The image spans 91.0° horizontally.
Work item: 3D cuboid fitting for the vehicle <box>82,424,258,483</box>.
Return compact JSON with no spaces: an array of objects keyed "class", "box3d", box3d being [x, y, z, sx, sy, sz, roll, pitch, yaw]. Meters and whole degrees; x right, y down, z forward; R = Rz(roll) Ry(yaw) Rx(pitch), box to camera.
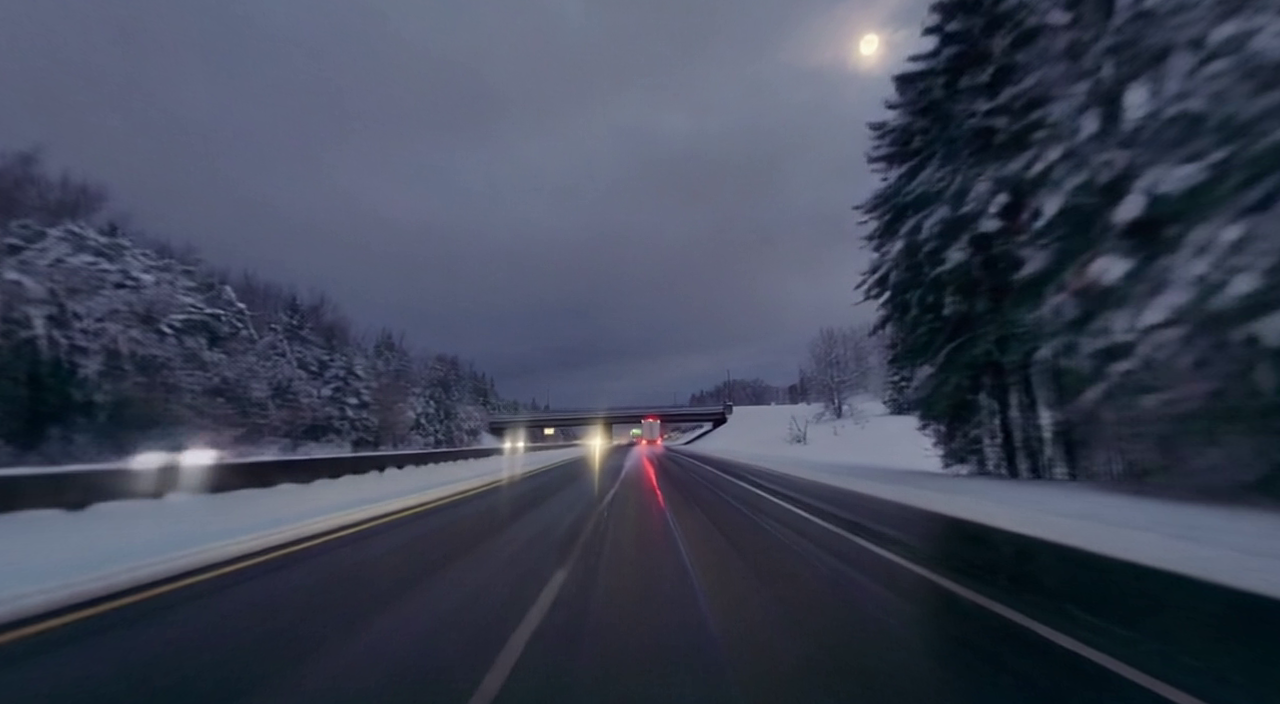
[{"class":"vehicle","box3d":[-13.741,3.005,18.831,1.792,1.524,4.502,0,-8,0]}]
